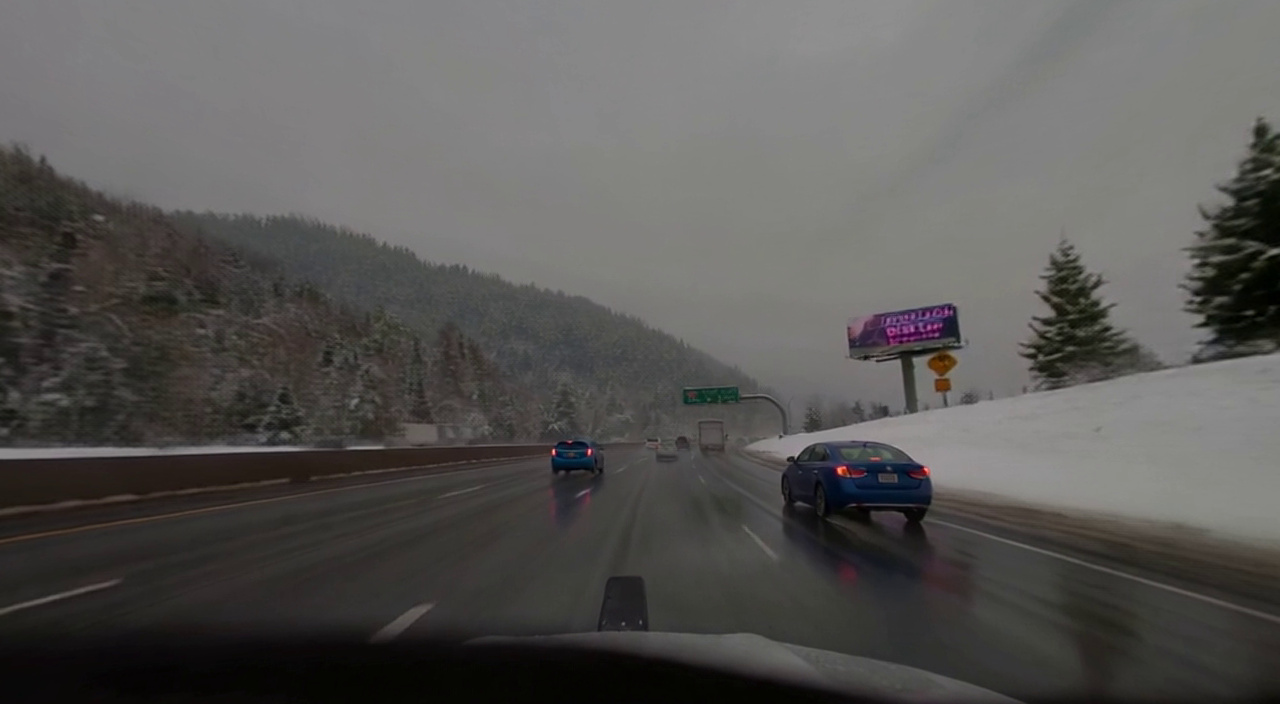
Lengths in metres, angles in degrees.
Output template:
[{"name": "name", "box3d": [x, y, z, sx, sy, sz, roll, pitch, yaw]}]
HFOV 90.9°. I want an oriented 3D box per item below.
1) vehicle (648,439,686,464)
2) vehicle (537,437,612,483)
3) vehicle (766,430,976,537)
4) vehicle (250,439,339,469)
[{"name": "vehicle", "box3d": [1.688, 6.072, 38.618, 2.202, 1.467, 3.929, -1, -8, 3]}, {"name": "vehicle", "box3d": [-2.287, 3.957, 23.485, 2.031, 1.491, 4.792, -1, -8, 3]}, {"name": "vehicle", "box3d": [3.653, 2.141, 10.973, 2.013, 1.464, 4.317, 0, -8, 0]}, {"name": "vehicle", "box3d": [-18.767, 5.548, 34.529, 1.943, 1.538, 4.704, -1, -8, 4]}]
